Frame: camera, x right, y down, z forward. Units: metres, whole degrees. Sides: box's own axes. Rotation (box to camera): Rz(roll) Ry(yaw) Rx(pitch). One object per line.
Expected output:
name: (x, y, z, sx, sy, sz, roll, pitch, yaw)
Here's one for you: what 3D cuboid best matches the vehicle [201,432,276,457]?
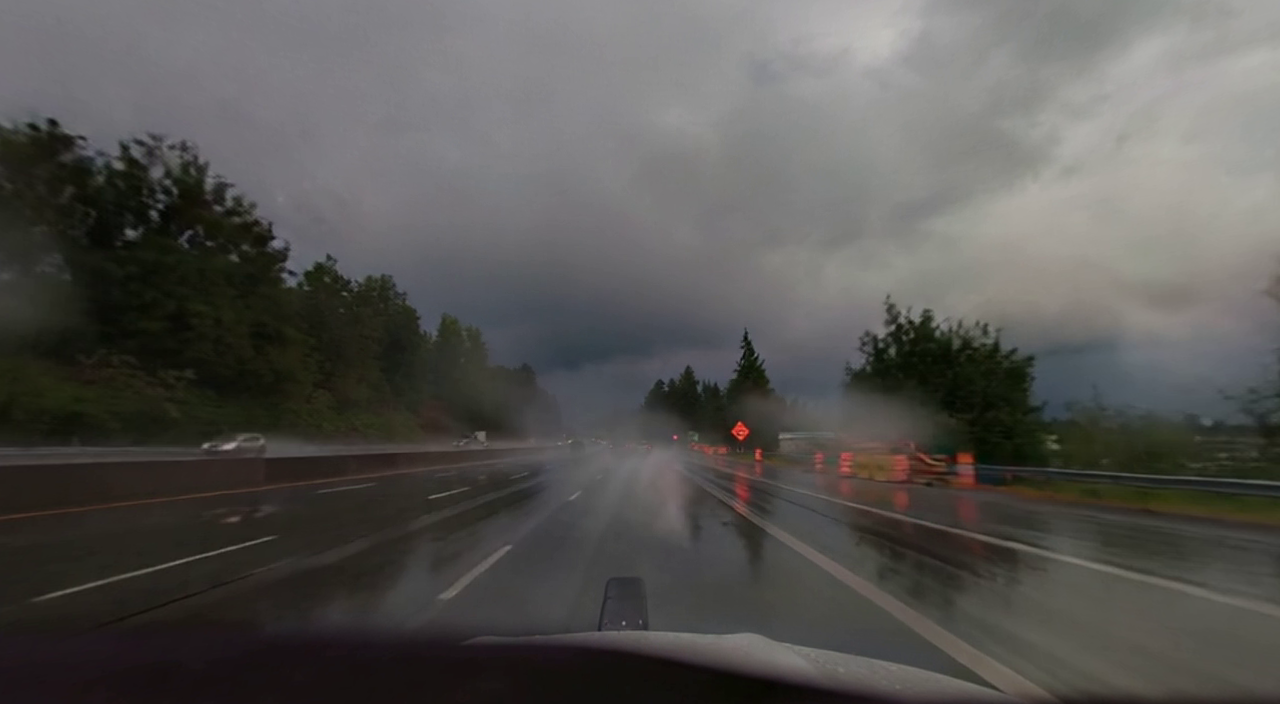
vehicle: (-24.104, 5.562, 38.015, 1.852, 1.403, 3.920, 0, -8, 1)
